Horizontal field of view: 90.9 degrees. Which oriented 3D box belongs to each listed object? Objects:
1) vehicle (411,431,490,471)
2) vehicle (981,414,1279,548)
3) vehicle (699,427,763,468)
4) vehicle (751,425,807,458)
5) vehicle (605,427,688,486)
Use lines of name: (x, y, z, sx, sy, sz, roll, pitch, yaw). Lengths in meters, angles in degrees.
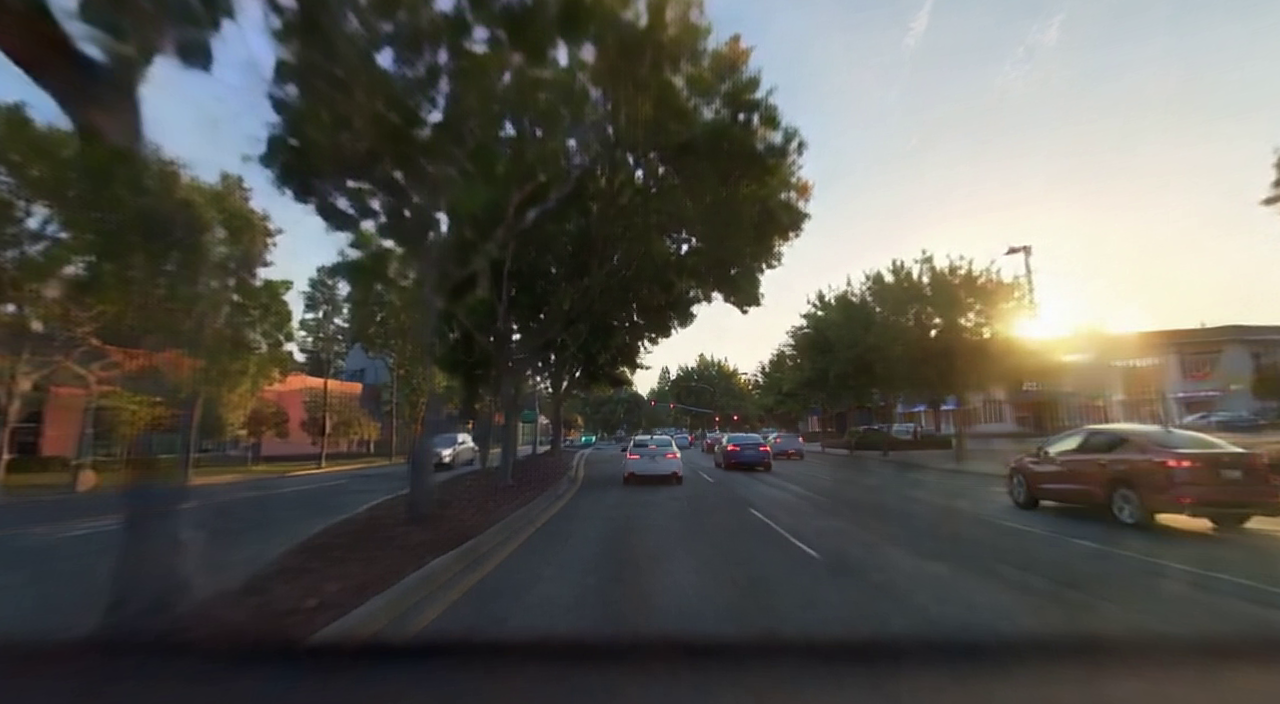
vehicle: (-8.335, 4.391, 28.172, 2.044, 1.610, 4.463, -1, -8, 2)
vehicle: (7.283, 1.781, 9.451, 1.892, 1.515, 4.400, 0, -8, 1)
vehicle: (3.689, 3.954, 26.275, 1.988, 1.528, 4.144, 0, -8, -1)
vehicle: (7.615, 4.971, 34.934, 2.044, 1.701, 4.397, 0, -8, 0)
vehicle: (0.211, 2.932, 17.982, 2.096, 1.473, 3.893, -1, -8, 1)
